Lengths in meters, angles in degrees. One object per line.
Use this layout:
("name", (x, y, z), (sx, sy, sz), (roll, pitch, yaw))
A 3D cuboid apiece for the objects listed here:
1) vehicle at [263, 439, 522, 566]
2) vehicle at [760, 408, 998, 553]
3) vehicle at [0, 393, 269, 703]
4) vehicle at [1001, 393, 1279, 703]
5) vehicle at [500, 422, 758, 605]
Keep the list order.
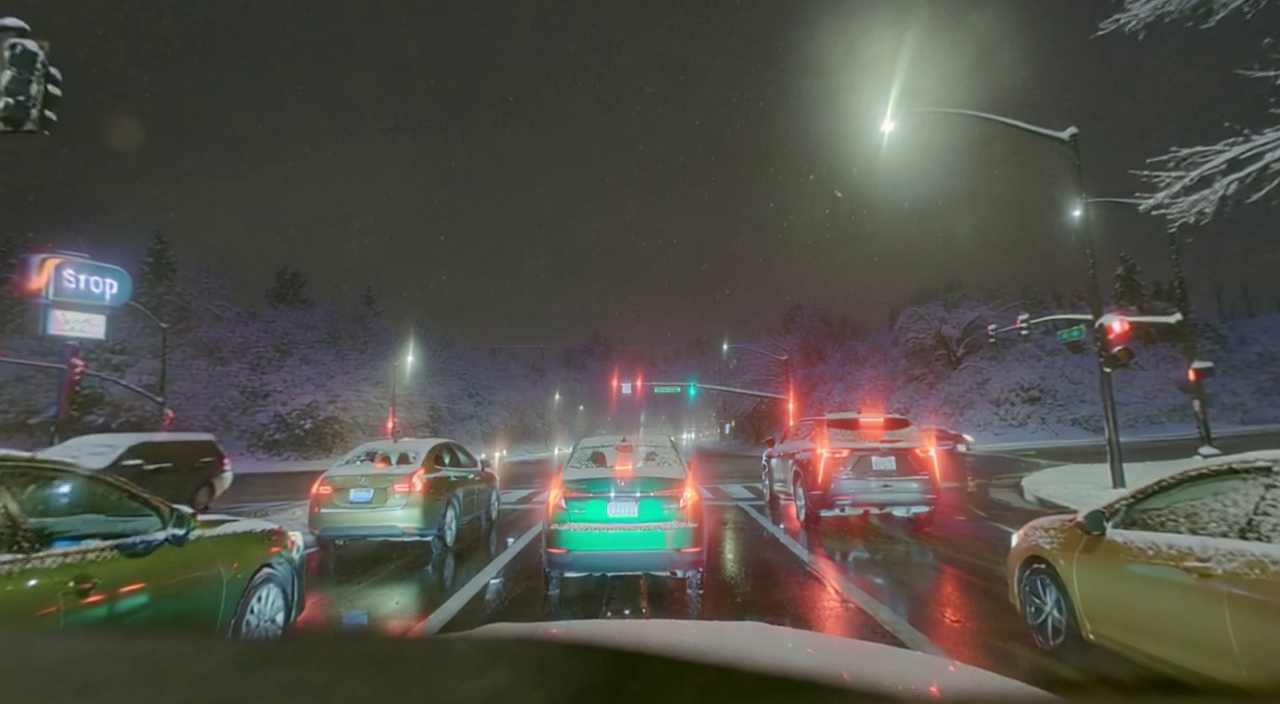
("vehicle", (-3.296, 2.074, 9.546), (1.995, 1.436, 4.373), (-1, -8, 2))
("vehicle", (3.316, 1.871, 9.826), (1.992, 1.744, 4.183), (0, -8, -1))
("vehicle", (-3.476, 0.858, 1.846), (2.016, 1.547, 4.414), (0, -8, 1))
("vehicle", (3.941, 0.975, 3.104), (1.800, 1.519, 4.198), (0, -8, 0))
("vehicle", (-0.125, 1.650, 7.368), (2.140, 1.499, 4.119), (0, -8, -1))
